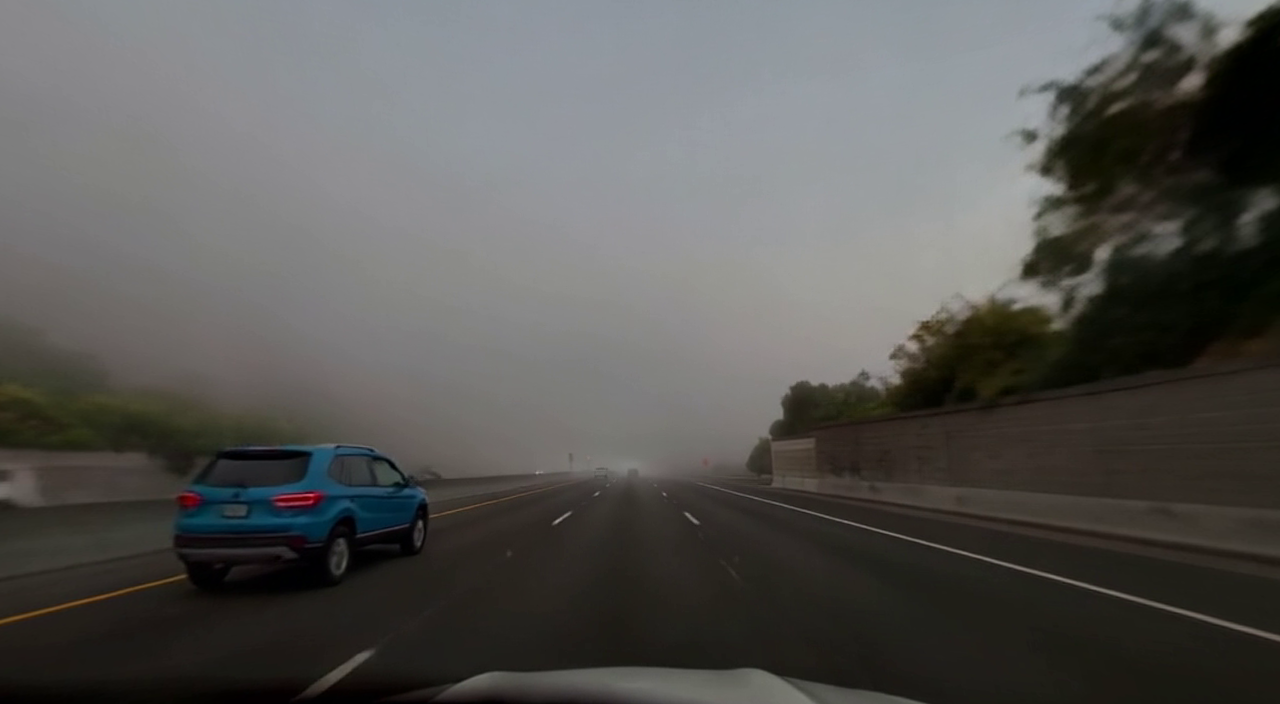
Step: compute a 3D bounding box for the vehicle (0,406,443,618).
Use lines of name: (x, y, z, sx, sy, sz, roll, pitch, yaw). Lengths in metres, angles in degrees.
vehicle: (-4.308, 1.783, 7.781, 2.178, 1.736, 4.847, 1, -10, 0)
